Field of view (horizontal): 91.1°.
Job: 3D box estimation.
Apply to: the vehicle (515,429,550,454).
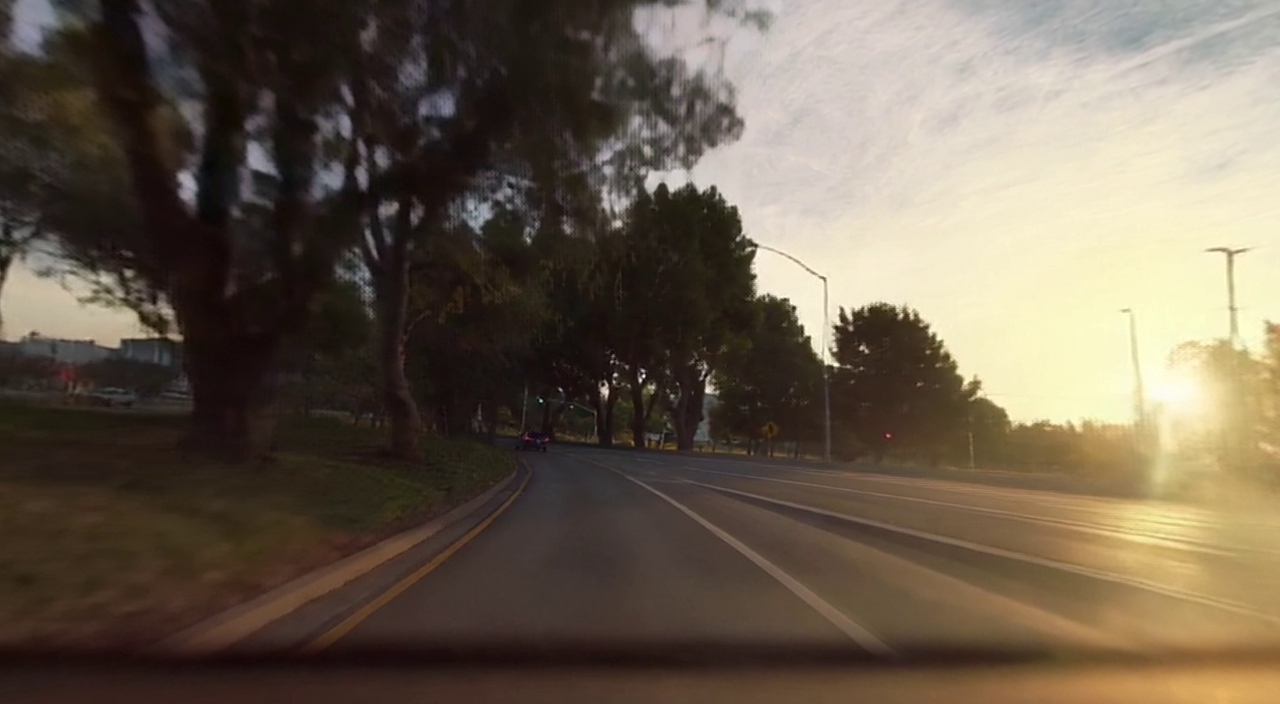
[{"bbox_3d":[-7.803,6.475,45.349,1.947,1.729,4.051,3,-9,-17],"label":"vehicle"}]
